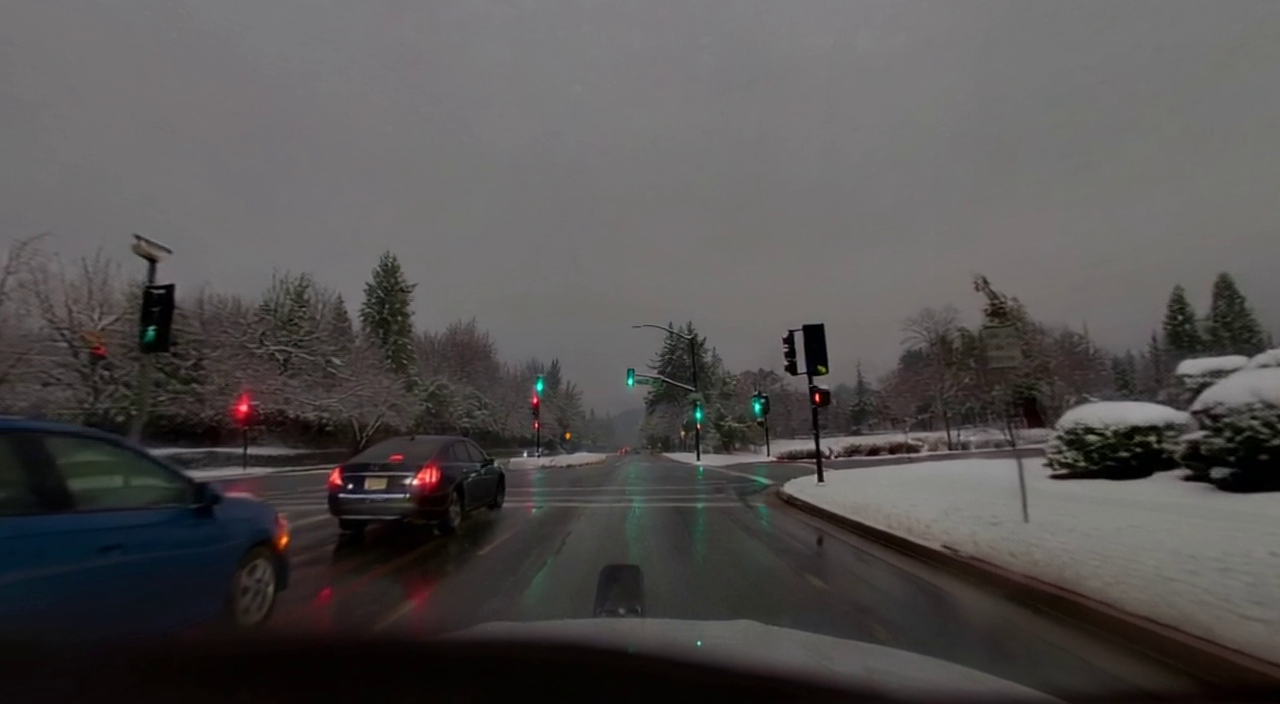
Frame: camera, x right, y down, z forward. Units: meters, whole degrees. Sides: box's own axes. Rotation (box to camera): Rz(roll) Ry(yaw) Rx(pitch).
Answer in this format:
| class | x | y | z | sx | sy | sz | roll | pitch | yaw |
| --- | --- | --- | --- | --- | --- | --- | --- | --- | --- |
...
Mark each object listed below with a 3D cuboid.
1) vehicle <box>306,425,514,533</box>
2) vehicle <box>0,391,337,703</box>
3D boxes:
| class | x | y | z | sx | sy | sz | roll | pitch | yaw |
| --- | --- | --- | --- | --- | --- | --- | --- | --- | --- |
| vehicle | -3.701 | 2.140 | 11.228 | 1.980 | 1.508 | 4.502 | 0 | -9 | 0 |
| vehicle | -3.441 | 0.936 | 2.623 | 2.038 | 1.486 | 4.678 | 0 | -9 | 0 |
